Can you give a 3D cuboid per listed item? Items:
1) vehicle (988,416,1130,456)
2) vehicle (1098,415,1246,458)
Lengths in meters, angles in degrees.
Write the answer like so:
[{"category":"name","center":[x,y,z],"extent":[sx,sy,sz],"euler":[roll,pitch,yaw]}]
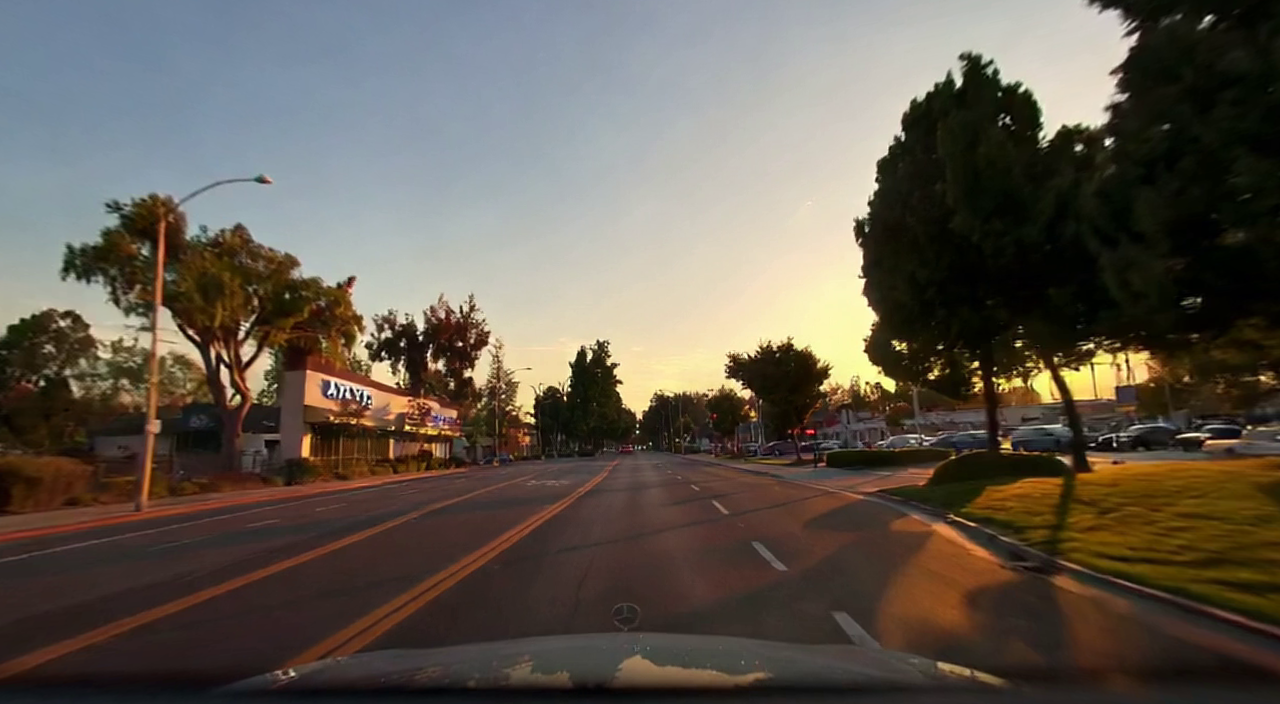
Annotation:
[{"category":"vehicle","center":[23.323,4.724,35.384],"extent":[6.239,2.118,2.380],"euler":[0,-8,-1]},{"category":"vehicle","center":[23.874,3.832,28.494],"extent":[4.716,1.834,2.119],"euler":[0,-8,-1]}]
